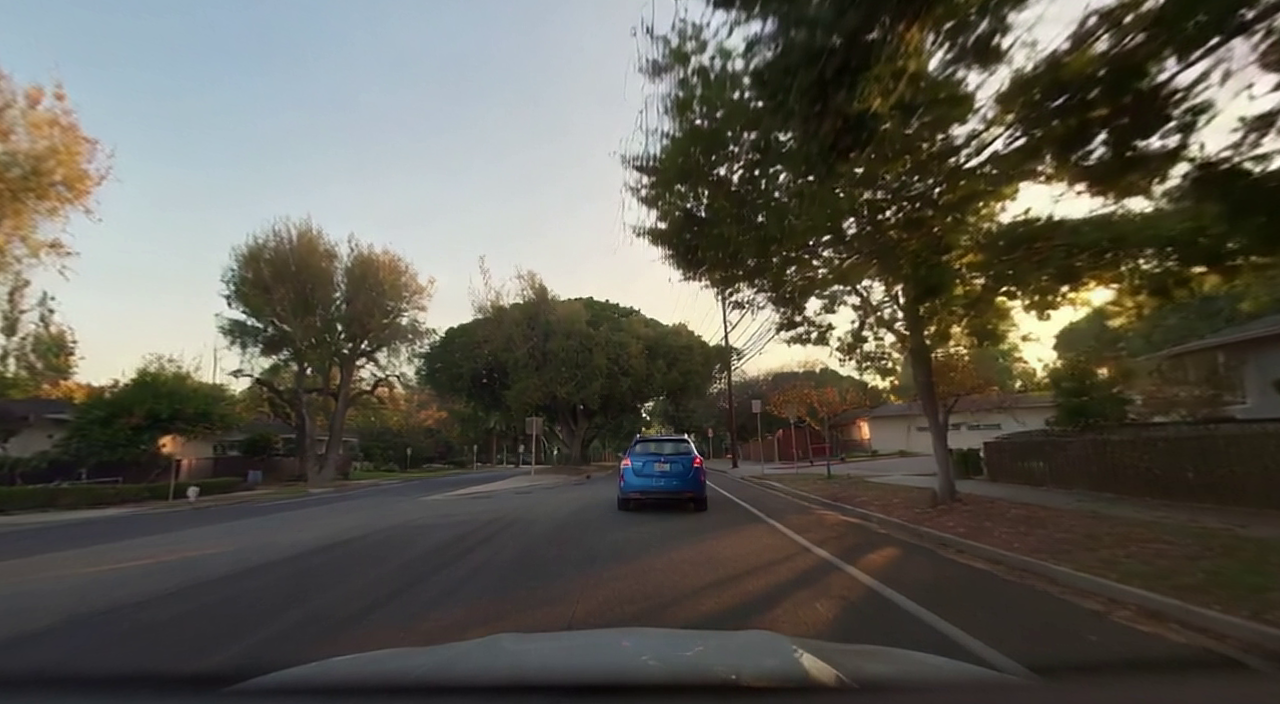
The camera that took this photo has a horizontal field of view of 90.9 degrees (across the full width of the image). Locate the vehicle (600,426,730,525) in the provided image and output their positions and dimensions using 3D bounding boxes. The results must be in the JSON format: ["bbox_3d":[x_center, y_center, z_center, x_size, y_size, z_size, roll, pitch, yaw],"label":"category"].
[{"bbox_3d":[0.418,2.404,12.777,2.200,1.653,4.127,0,-9,0],"label":"vehicle"}]
